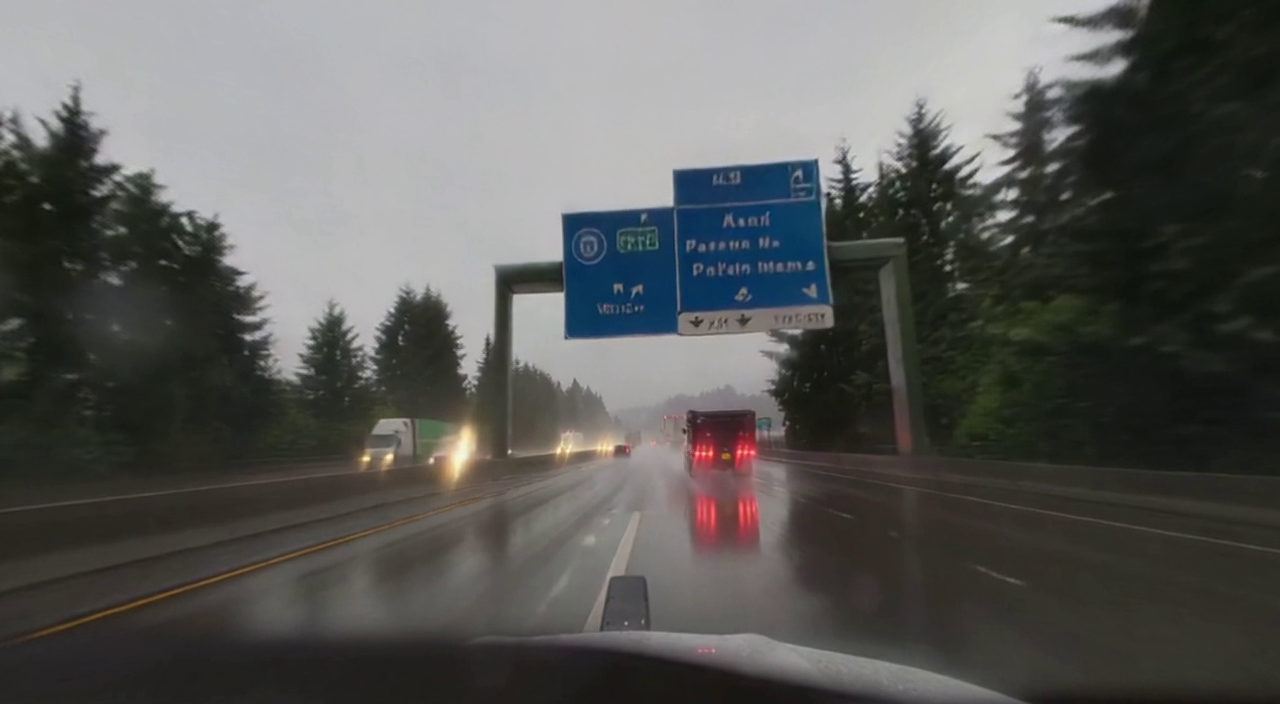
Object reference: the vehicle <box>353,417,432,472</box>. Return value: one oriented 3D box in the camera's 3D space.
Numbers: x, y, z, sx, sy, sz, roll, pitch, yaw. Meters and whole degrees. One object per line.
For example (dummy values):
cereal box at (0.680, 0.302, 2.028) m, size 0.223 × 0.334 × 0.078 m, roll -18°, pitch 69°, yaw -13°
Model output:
vehicle at (-17.160, 6.471, 44.102) m, size 2.867 × 3.506 × 5.874 m, roll 0°, pitch -8°, yaw 2°

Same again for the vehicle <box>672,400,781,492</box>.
vehicle at (2.489, 2.976, 20.127) m, size 2.677 × 2.439 × 6.402 m, roll 0°, pitch -8°, yaw 1°
